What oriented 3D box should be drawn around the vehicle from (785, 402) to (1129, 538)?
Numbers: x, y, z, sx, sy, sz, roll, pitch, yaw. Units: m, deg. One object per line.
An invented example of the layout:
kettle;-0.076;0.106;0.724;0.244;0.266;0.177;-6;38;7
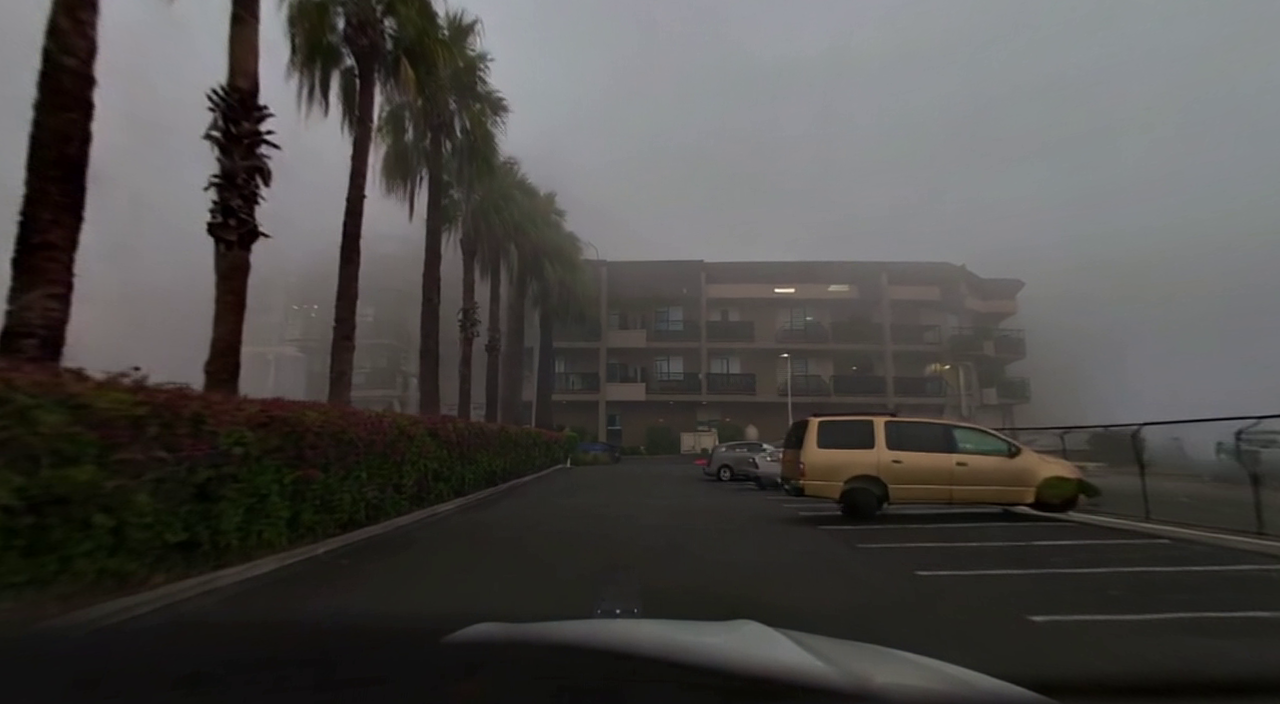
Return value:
vehicle;4.921;1.886;10.356;4.609;1.734;1.909;3;-8;1
